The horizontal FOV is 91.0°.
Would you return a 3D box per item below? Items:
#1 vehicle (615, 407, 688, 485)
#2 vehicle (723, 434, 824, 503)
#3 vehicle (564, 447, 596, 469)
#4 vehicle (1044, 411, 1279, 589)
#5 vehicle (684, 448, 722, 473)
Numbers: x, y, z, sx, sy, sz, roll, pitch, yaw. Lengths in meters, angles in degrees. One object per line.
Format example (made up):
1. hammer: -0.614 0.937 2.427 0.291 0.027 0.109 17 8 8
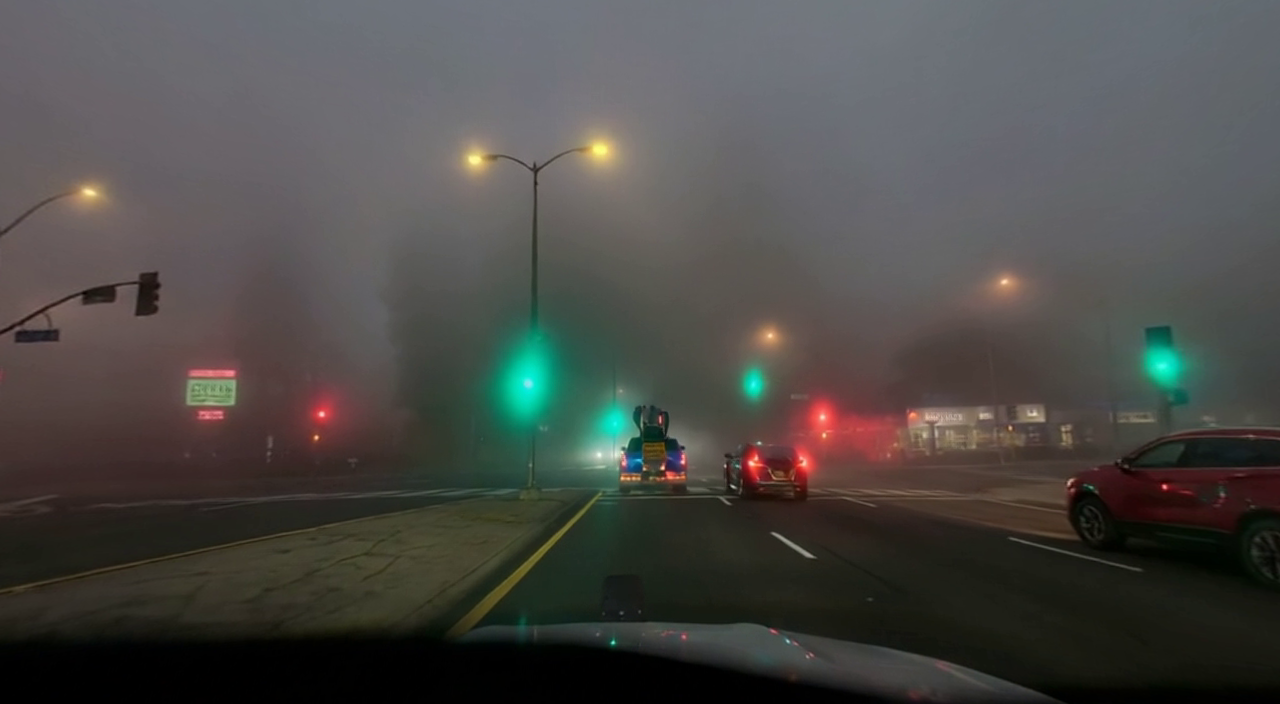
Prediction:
1. vehicle: 0.409 3.399 22.914 2.370 2.518 3.858 -1 -8 1
2. vehicle: 3.738 3.328 18.457 2.025 1.754 4.311 0 -9 0
3. vehicle: -4.347 7.705 46.104 2.001 1.518 4.316 0 -9 -1
4. vehicle: 7.173 1.619 7.327 1.982 1.698 4.408 0 -9 0
5. vehicle: 4.006 6.943 40.536 1.967 1.515 4.378 0 -9 -1
